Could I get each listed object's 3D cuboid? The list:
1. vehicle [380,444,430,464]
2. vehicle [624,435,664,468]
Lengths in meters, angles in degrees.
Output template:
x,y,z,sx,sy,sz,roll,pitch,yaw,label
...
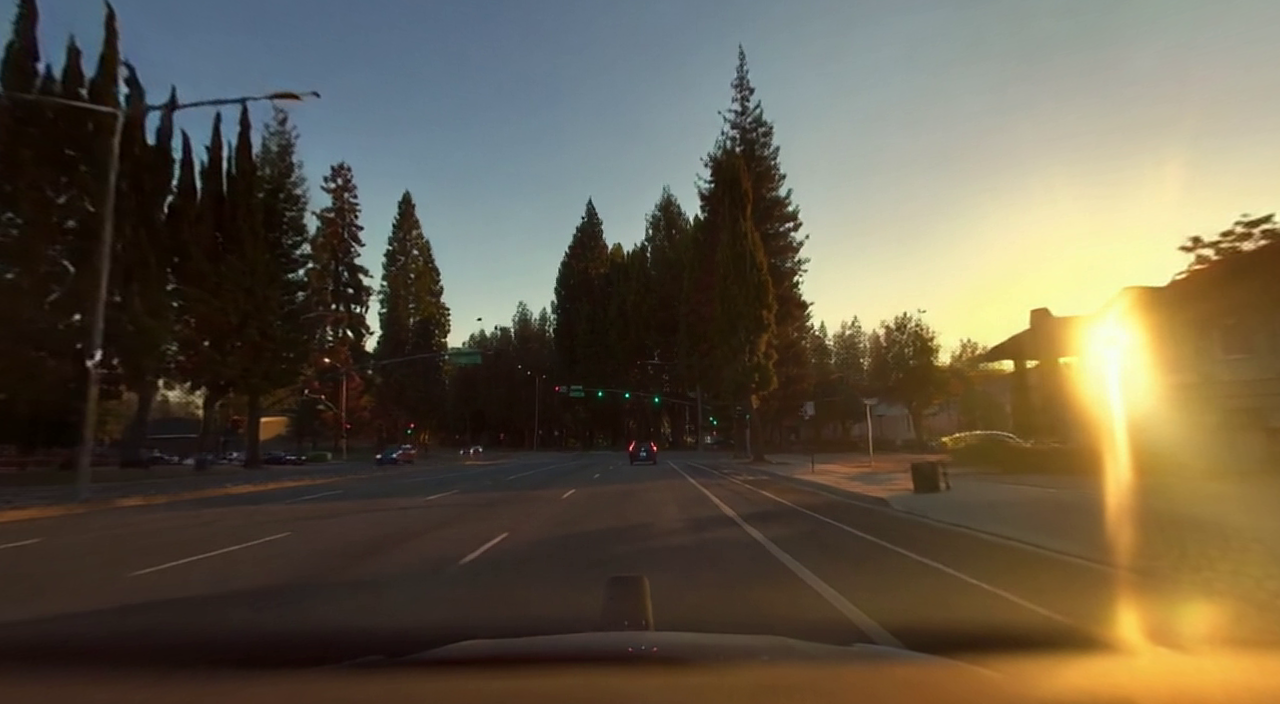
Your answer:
x,y,z,sx,sy,sz,roll,pitch,yaw,label
-17.846,7.729,48.115,1.986,1.438,4.620,0,-9,0,vehicle
0.214,5.673,36.126,2.169,1.751,4.276,0,-9,0,vehicle
